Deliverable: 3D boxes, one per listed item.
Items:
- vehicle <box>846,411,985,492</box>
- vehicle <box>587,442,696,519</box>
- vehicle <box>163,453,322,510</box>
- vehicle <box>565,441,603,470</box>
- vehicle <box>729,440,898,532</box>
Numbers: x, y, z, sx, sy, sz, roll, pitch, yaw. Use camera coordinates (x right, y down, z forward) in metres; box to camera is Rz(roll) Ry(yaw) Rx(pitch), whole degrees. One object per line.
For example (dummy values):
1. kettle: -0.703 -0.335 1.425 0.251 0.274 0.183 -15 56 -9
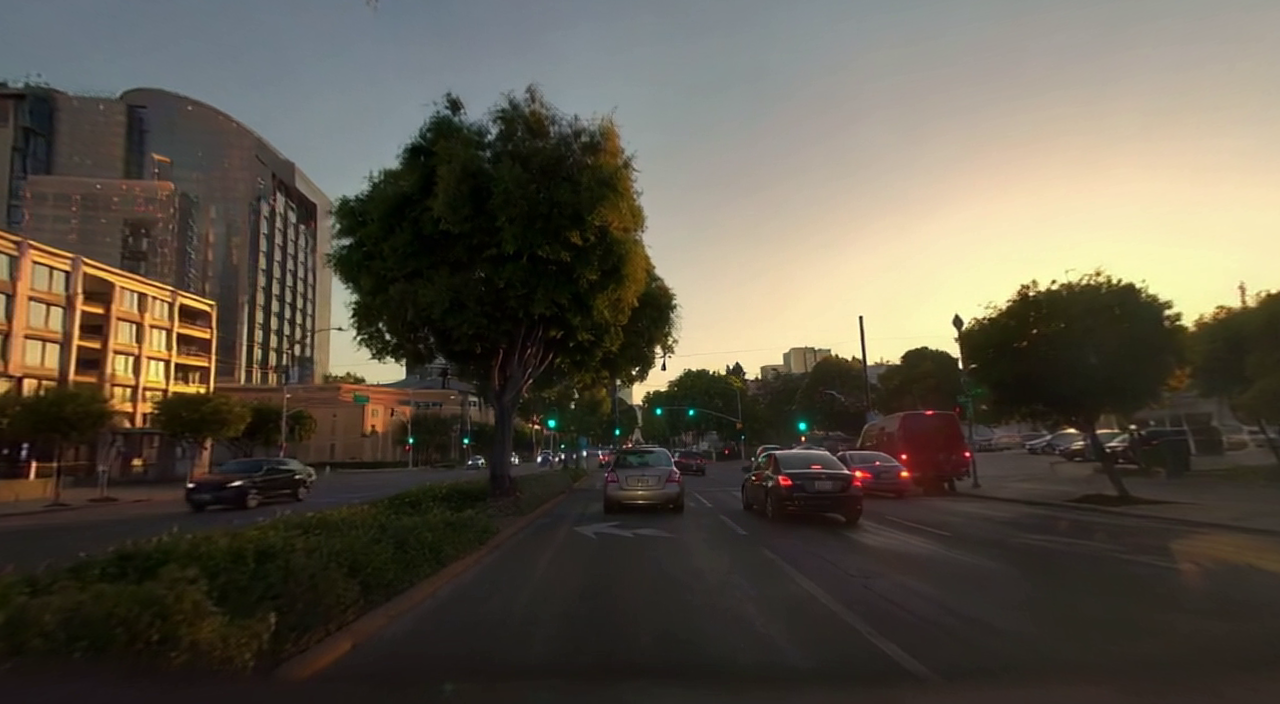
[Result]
1. vehicle: 10.083 3.735 23.956 2.238 2.594 6.607 0 -8 0
2. vehicle: -0.019 2.812 14.436 2.105 1.474 4.127 0 -8 -1
3. vehicle: -12.280 3.991 19.997 2.020 1.533 4.620 0 -8 0
4. vehicle: -4.008 7.507 46.072 2.326 1.958 5.183 0 -8 0
5. vehicle: 3.171 2.539 12.691 1.995 1.483 4.533 0 -8 -2
